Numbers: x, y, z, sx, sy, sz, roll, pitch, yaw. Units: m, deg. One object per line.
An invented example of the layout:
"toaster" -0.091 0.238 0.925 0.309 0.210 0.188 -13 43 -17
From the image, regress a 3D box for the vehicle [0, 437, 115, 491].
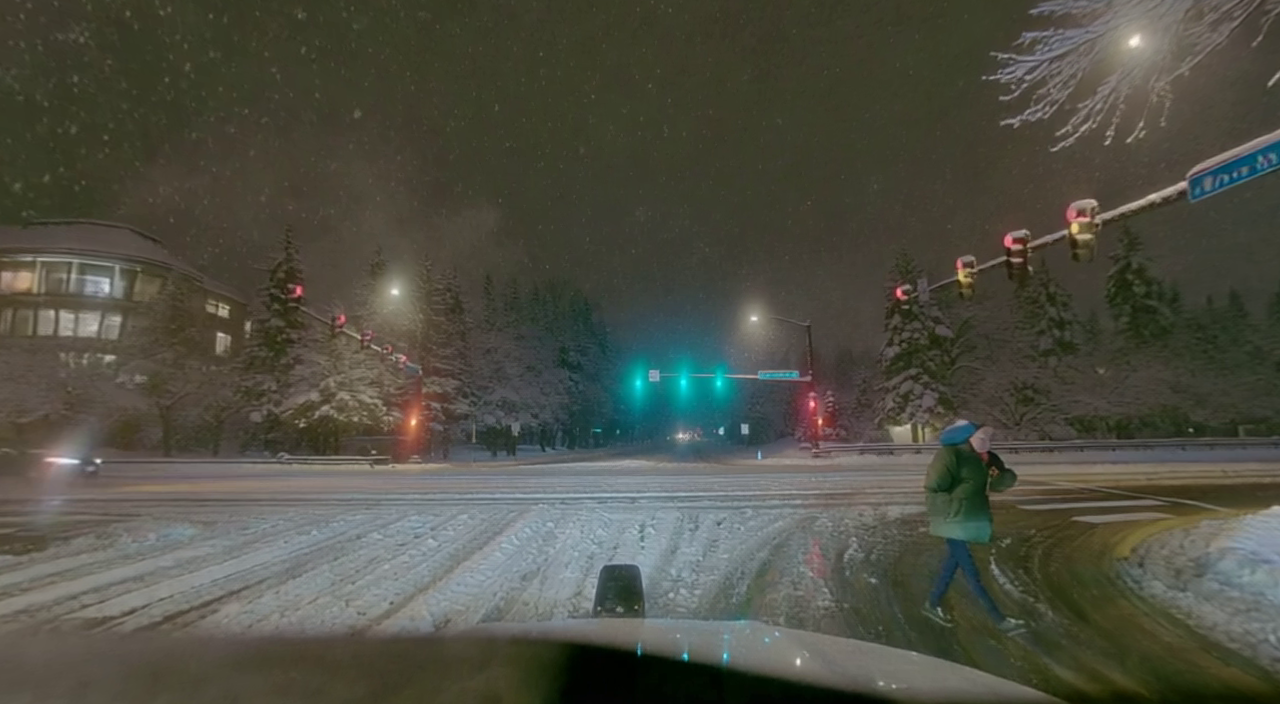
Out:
"vehicle" -18.769 3.315 18.810 4.502 1.512 1.917 0 -9 0
